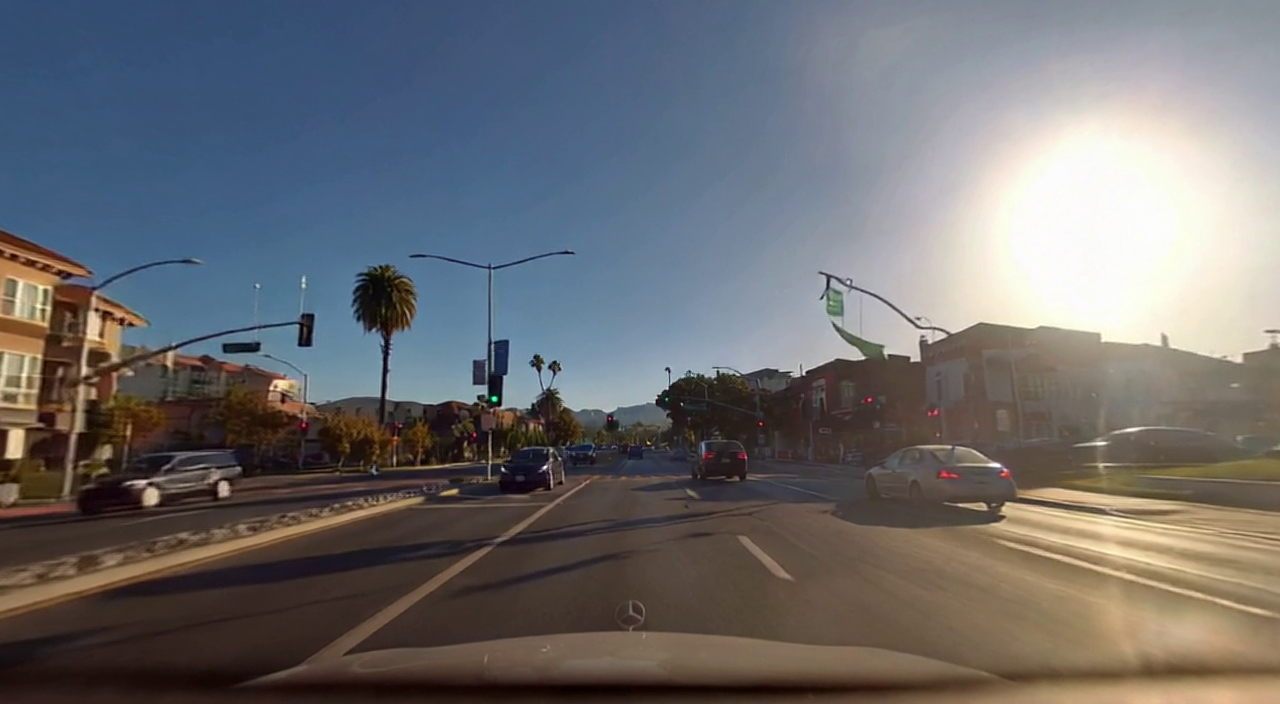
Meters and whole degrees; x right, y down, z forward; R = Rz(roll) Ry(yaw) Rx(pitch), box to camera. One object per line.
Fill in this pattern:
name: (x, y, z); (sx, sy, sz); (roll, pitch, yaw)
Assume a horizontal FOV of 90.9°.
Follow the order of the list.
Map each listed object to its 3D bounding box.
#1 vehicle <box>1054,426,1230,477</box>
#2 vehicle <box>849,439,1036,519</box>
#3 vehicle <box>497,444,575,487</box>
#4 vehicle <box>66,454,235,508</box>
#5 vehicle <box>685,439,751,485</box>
vehicle: (19.255, 3.809, 24.365); (4.999, 1.833, 2.114); (0, -8, -2)
vehicle: (6.461, 2.736, 14.165); (1.890, 1.471, 4.566); (0, -9, -1)
vehicle: (-3.787, 4.193, 23.661); (2.037, 1.472, 4.152); (0, -9, 2)
vehicle: (-15.636, 4.110, 20.531); (1.902, 1.466, 4.463); (0, -9, 0)
vehicle: (2.958, 4.290, 24.860); (2.009, 1.639, 4.267); (0, -9, -1)
